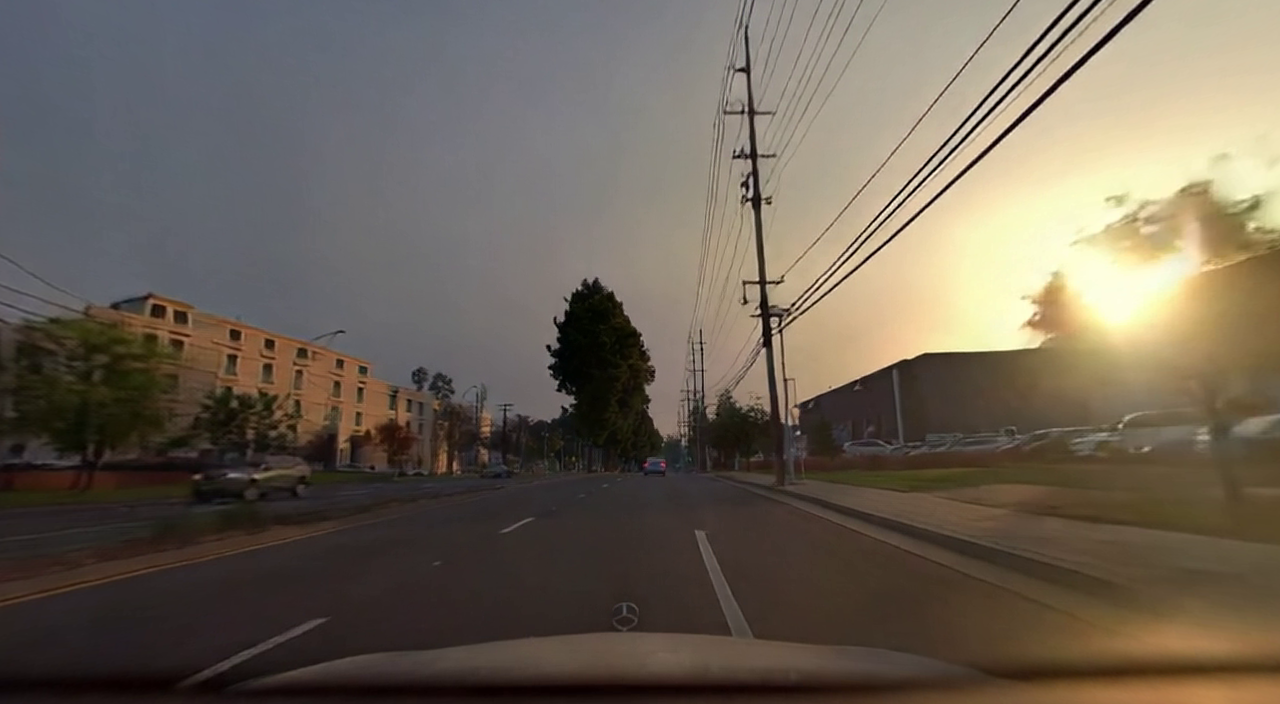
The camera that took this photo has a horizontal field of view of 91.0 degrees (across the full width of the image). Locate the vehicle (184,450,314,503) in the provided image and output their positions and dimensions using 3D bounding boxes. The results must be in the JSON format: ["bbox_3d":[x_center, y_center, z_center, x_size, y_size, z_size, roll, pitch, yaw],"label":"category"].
[{"bbox_3d":[-14.082,4.469,23.004,1.942,1.710,4.167,-1,-9,2],"label":"vehicle"}]

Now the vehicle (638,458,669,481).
[{"bbox_3d":[1.012,8.420,45.273,2.114,1.492,4.453,0,-9,2],"label":"vehicle"}]
